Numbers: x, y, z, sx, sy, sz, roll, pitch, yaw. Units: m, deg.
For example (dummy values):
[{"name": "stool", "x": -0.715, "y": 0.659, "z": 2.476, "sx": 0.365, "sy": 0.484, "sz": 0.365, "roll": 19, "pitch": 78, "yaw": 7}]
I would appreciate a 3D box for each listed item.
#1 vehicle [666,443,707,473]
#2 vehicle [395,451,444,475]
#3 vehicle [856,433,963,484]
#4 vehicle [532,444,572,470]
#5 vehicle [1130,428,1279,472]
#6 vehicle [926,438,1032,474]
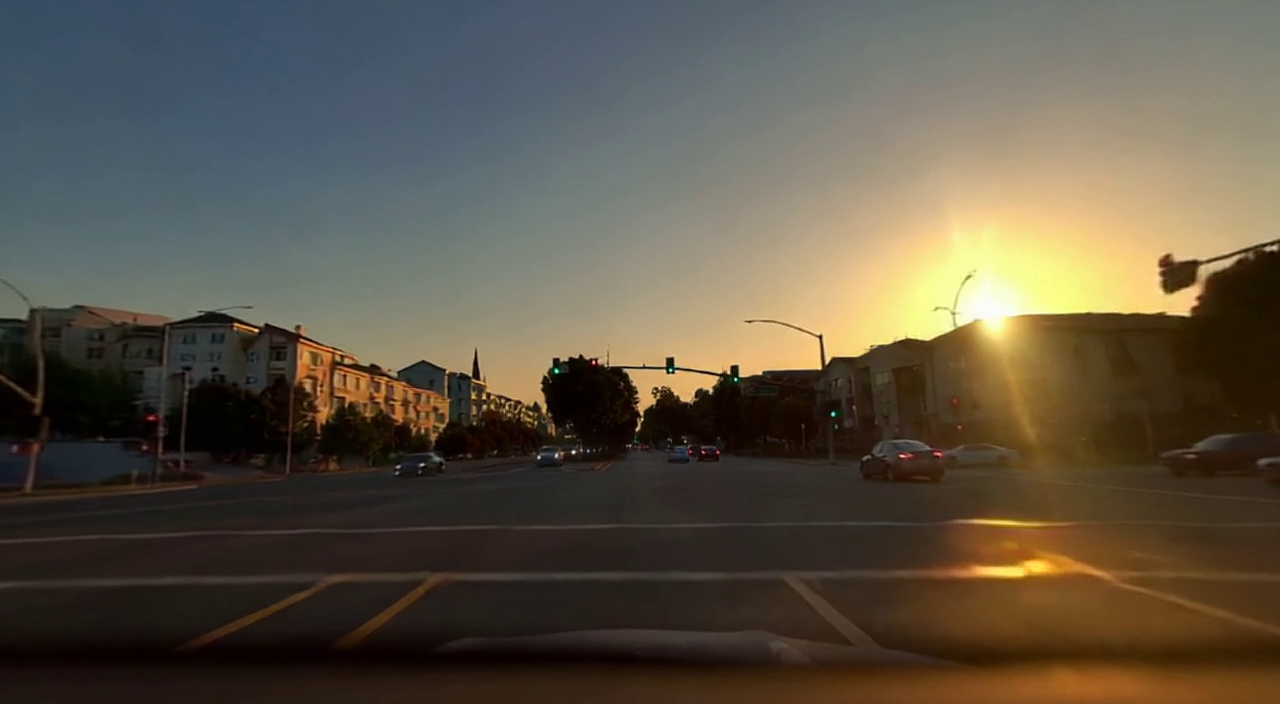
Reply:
[{"name": "vehicle", "x": 2.580, "y": 6.003, "z": 35.994, "sx": 1.917, "sy": 1.538, "sz": 4.259, "roll": 0, "pitch": -9, "yaw": -2}, {"name": "vehicle", "x": -16.248, "y": 8.157, "z": 46.770, "sx": 2.000, "sy": 1.602, "sz": 4.626, "roll": 0, "pitch": -9, "yaw": 0}, {"name": "vehicle", "x": 9.468, "y": 3.766, "z": 22.615, "sx": 1.798, "sy": 1.621, "sz": 4.304, "roll": 0, "pitch": -9, "yaw": -2}, {"name": "vehicle", "x": -5.864, "y": 7.025, "z": 42.525, "sx": 1.986, "sy": 1.502, "sz": 4.224, "roll": -4, "pitch": -8, "yaw": 0}, {"name": "vehicle", "x": 22.778, "y": 3.918, "z": 25.324, "sx": 4.475, "sy": 1.682, "sz": 2.044, "roll": 0, "pitch": -9, "yaw": 0}, {"name": "vehicle", "x": 18.843, "y": 5.805, "z": 35.380, "sx": 4.805, "sy": 1.619, "sz": 1.994, "roll": -7, "pitch": -9, "yaw": 19}]
